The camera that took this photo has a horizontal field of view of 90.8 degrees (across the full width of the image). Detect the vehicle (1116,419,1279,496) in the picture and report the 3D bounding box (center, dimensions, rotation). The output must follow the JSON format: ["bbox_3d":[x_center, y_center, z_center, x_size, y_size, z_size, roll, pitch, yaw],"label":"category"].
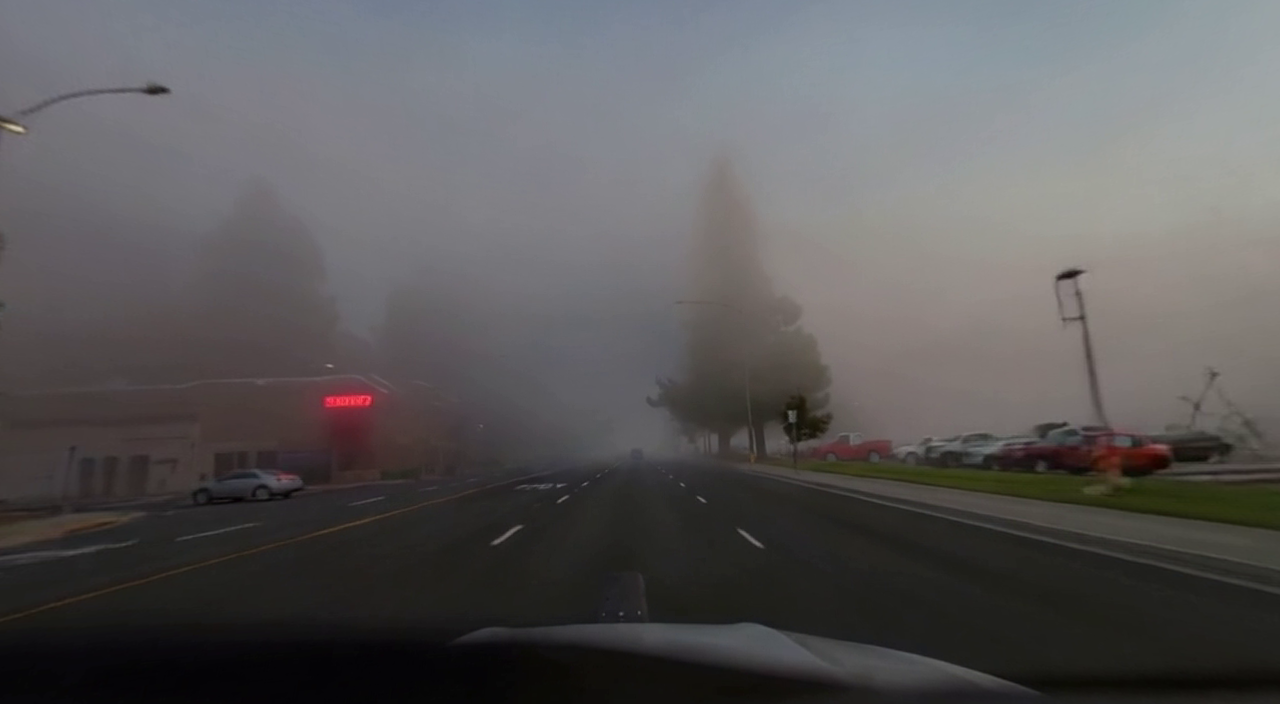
[{"bbox_3d":[16.080,2.722,16.782,4.914,1.540,2.200,-6,-8,2],"label":"vehicle"}]

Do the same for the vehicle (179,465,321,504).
[{"bbox_3d":[-16.900,5.741,27.571,4.752,1.523,2.123,0,-8,-2],"label":"vehicle"}]
